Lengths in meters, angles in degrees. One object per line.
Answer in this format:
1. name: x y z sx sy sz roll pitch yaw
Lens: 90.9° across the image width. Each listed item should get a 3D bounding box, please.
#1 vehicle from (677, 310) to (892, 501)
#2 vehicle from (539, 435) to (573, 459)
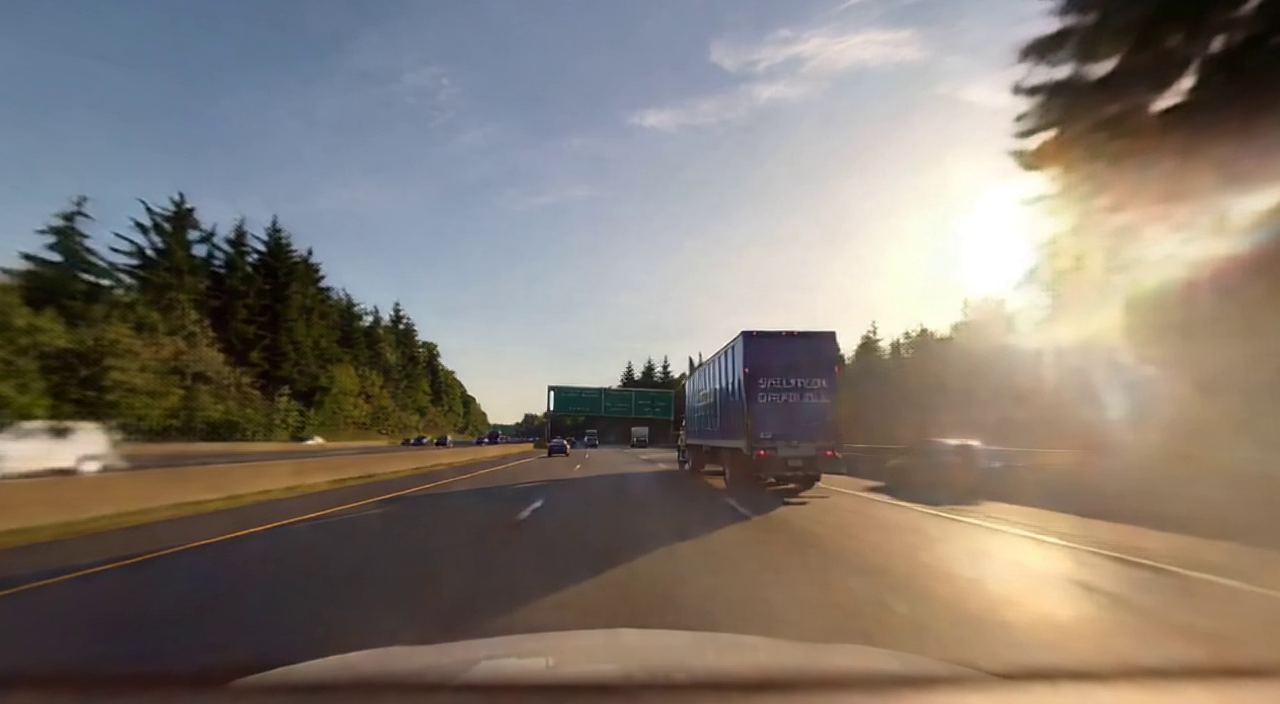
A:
1. vehicle: 3.473 2.064 20.524 2.910 4.051 14.278 1 -8 -3
2. vehicle: -5.845 6.610 44.003 2.030 1.547 3.862 1 -8 -3
